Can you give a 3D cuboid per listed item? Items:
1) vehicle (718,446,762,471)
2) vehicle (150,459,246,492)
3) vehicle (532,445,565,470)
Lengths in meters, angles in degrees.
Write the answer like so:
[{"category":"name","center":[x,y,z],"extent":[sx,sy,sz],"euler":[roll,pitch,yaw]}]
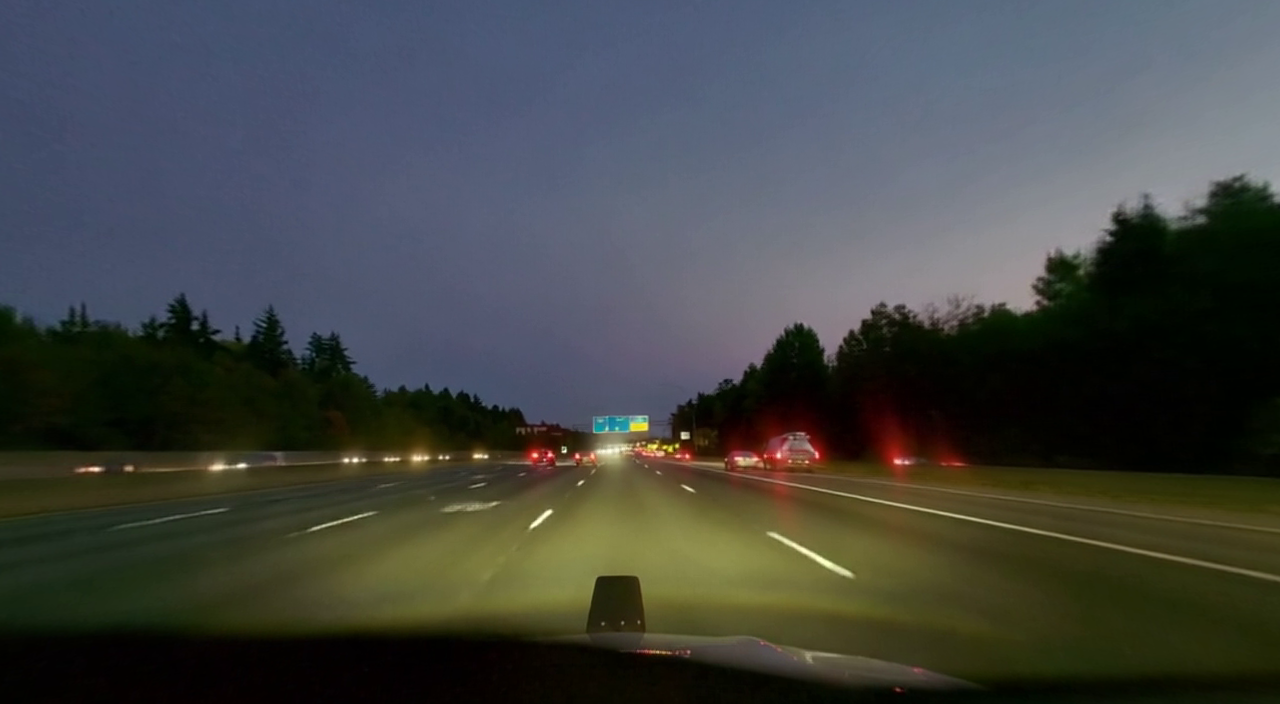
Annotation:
[{"category":"vehicle","center":[6.685,7.180,42.544],"extent":[1.989,1.591,4.348],"euler":[0,-9,-3]},{"category":"vehicle","center":[-22.530,6.294,32.365],"extent":[1.859,1.480,4.401],"euler":[0,-9,-3]},{"category":"vehicle","center":[-7.099,8.202,49.082],"extent":[2.167,1.847,4.097],"euler":[0,-9,-3]}]
